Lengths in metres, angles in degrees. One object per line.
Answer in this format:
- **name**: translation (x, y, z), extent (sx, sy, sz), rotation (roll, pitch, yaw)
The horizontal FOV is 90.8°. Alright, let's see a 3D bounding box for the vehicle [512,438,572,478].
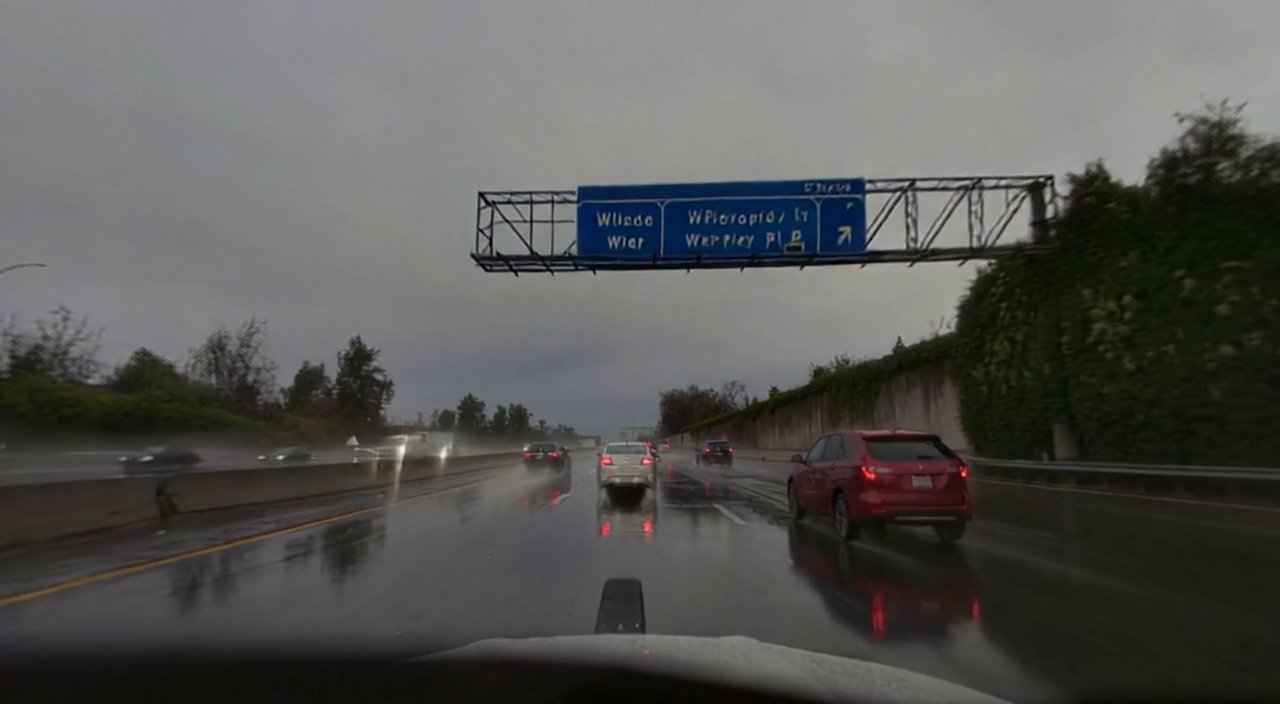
- **vehicle**: translation (-4.704, 5.192, 31.151), extent (2.218, 1.776, 5.031), rotation (0, -8, -1)

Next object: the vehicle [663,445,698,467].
- **vehicle**: translation (2.829, 7.350, 44.952), extent (1.998, 1.490, 4.296), rotation (0, -8, -3)

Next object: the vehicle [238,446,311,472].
- **vehicle**: translation (-22.402, 6.559, 38.942), extent (2.141, 1.462, 4.057), rotation (0, -8, -2)

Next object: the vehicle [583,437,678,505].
- **vehicle**: translation (-0.264, 2.920, 15.941), extent (2.098, 1.475, 3.997), rotation (0, -8, -2)

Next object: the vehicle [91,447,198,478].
- **vehicle**: translation (-26.187, 5.804, 33.635), extent (1.915, 1.491, 4.771), rotation (0, -8, -2)

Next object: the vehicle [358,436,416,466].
- **vehicle**: translation (-18.757, 7.383, 47.152), extent (2.233, 2.092, 5.457), rotation (0, -8, -3)

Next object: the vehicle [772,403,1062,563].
- **vehicle**: translation (3.635, 1.826, 9.558), extent (2.162, 1.800, 4.693), rotation (0, -8, -1)
